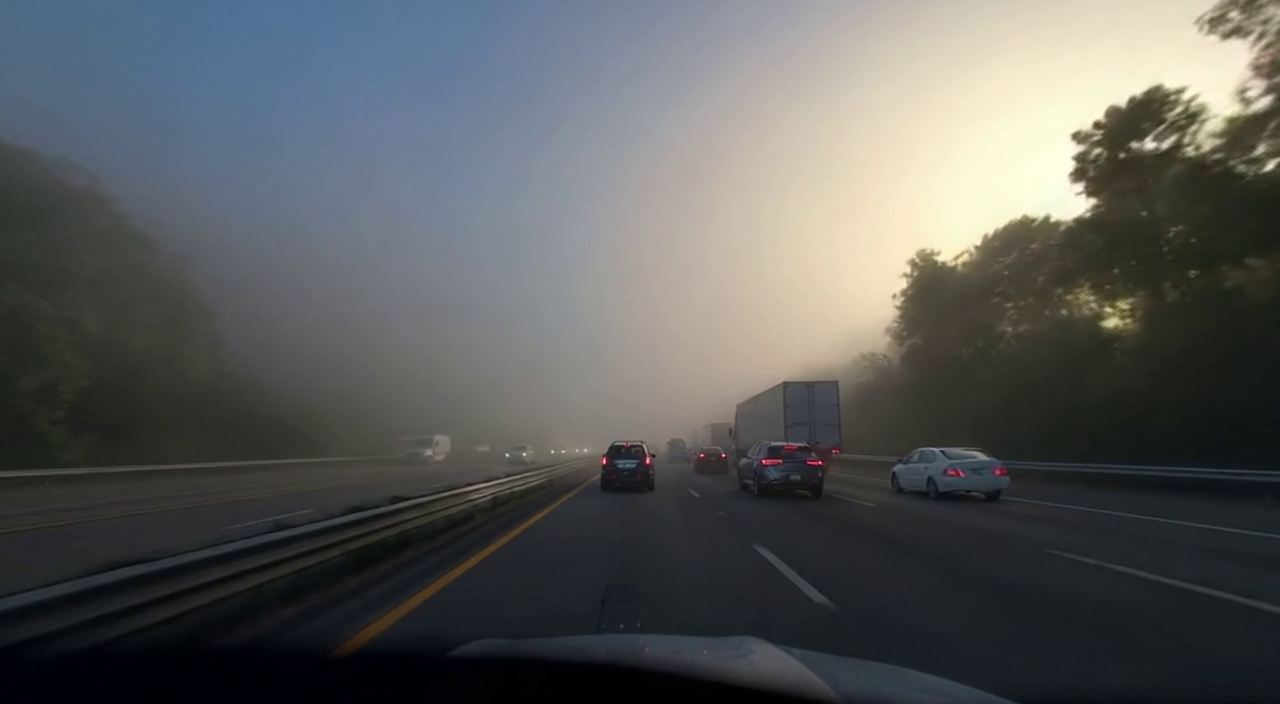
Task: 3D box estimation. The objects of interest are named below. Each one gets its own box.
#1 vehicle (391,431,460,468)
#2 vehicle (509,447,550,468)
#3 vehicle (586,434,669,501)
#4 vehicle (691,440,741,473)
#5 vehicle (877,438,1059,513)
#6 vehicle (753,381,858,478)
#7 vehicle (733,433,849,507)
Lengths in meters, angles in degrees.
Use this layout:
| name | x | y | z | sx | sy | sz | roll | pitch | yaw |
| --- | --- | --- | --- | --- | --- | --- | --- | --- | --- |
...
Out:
| name | x | y | z | sx | sy | sz | roll | pitch | yaw |
| --- | --- | --- | --- | --- | --- | --- | --- | --- | --- |
| vehicle | -15.818 | 7.312 | 47.180 | 2.537 | 2.511 | 7.298 | 0 | -9 | 0 |
| vehicle | -8.204 | 7.848 | 47.204 | 2.053 | 1.476 | 4.544 | -1 | -9 | 2 |
| vehicle | -0.284 | 3.114 | 17.363 | 2.023 | 1.618 | 3.628 | 0 | -9 | 1 |
| vehicle | 4.039 | 5.637 | 34.115 | 2.150 | 1.632 | 4.260 | 0 | -9 | 0 |
| vehicle | 7.364 | 2.798 | 14.750 | 1.951 | 1.467 | 4.173 | 0 | -9 | 0 |
| vehicle | 7.699 | 3.886 | 30.763 | 2.823 | 4.063 | 8.485 | 0 | -9 | 1 |
| vehicle | 3.612 | 2.907 | 15.882 | 1.920 | 1.594 | 3.867 | 0 | -9 | -1 |
